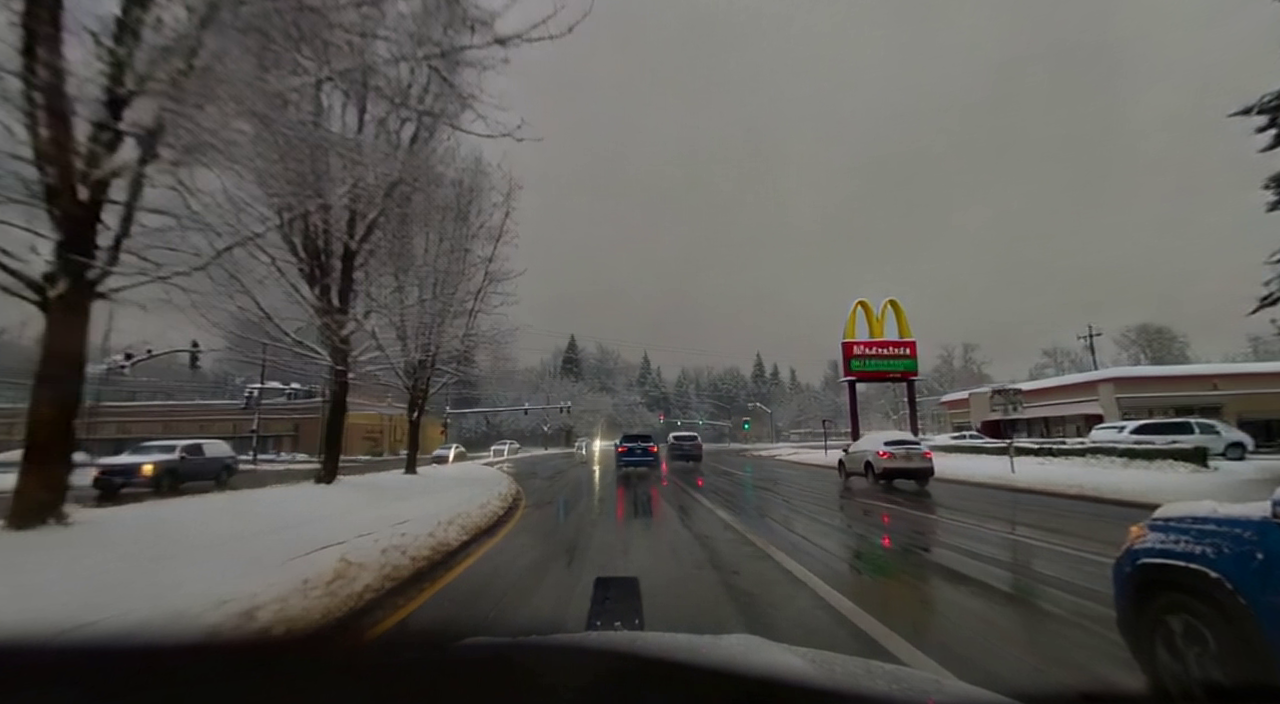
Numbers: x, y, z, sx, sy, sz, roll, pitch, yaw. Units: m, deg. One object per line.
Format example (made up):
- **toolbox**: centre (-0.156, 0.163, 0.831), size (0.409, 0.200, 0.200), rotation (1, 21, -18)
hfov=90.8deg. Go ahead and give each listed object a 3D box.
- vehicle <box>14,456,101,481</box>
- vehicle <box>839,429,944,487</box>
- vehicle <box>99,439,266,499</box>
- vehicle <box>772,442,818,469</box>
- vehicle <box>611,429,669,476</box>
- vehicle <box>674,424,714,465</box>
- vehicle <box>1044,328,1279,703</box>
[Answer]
- **vehicle**: centre (-45.251, 9.013, 49.206), size (2.009, 1.766, 4.873), rotation (-1, -9, 2)
- **vehicle**: centre (8.575, 3.648, 22.023), size (1.977, 1.786, 4.344), rotation (0, -8, 2)
- **vehicle**: centre (-14.455, 3.732, 20.381), size (2.136, 1.676, 4.371), rotation (-1, -9, -1)
- **vehicle**: centre (9.347, 6.271, 38.393), size (1.879, 1.517, 4.006), rotation (0, -8, 1)
- **vehicle**: centre (-0.045, 4.575, 28.909), size (2.402, 1.938, 4.535), rotation (0, -8, -1)
- **vehicle**: centre (3.620, 6.310, 43.121), size (2.239, 2.586, 4.586), rotation (0, -8, -1)
- **vehicle**: centre (3.458, 0.642, 1.478), size (2.076, 1.716, 4.416), rotation (0, -8, 0)
